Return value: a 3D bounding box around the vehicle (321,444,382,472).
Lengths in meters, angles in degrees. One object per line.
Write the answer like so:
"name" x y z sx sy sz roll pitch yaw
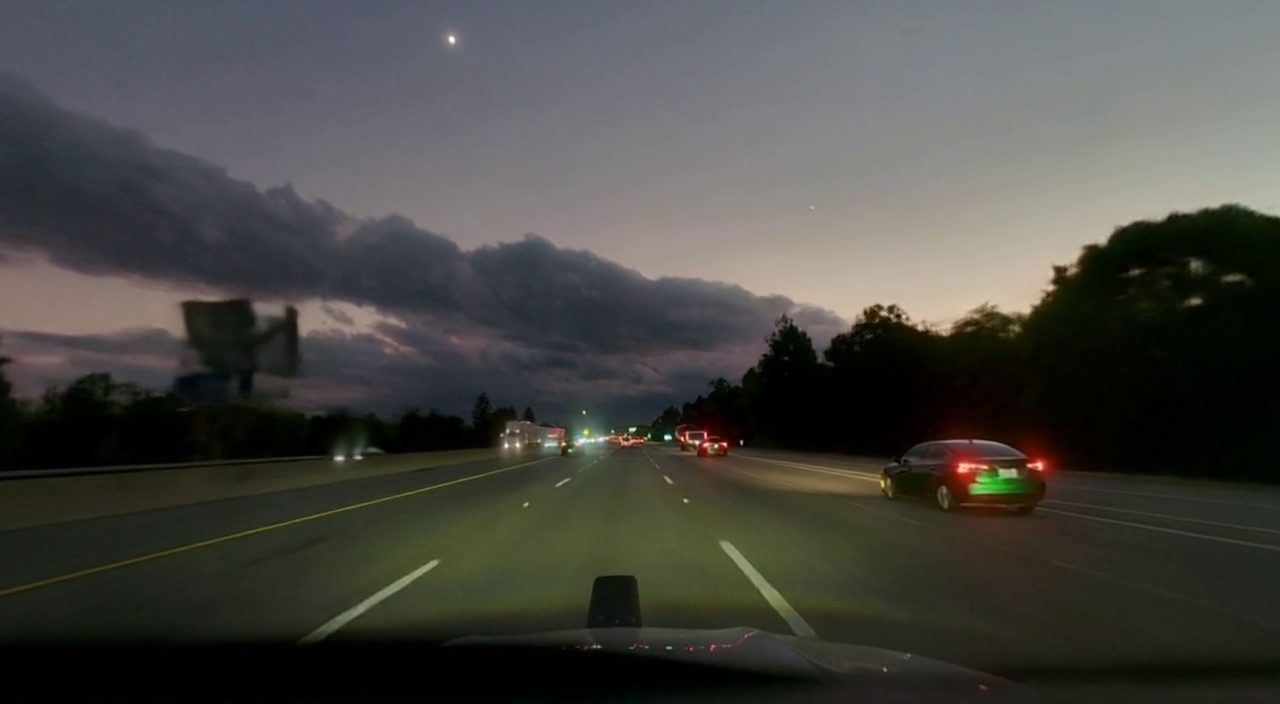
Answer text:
"vehicle" -16.204 5.939 35.538 1.729 1.424 3.547 0 -8 0

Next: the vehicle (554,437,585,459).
"vehicle" -5.263 7.164 47.376 1.966 1.570 3.859 0 -8 -1

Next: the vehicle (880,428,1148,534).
"vehicle" 6.142 2.124 11.122 2.028 1.488 4.236 0 -8 -2

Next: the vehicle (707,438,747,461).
"vehicle" 5.660 6.391 41.509 1.920 1.436 3.890 0 -8 -2
